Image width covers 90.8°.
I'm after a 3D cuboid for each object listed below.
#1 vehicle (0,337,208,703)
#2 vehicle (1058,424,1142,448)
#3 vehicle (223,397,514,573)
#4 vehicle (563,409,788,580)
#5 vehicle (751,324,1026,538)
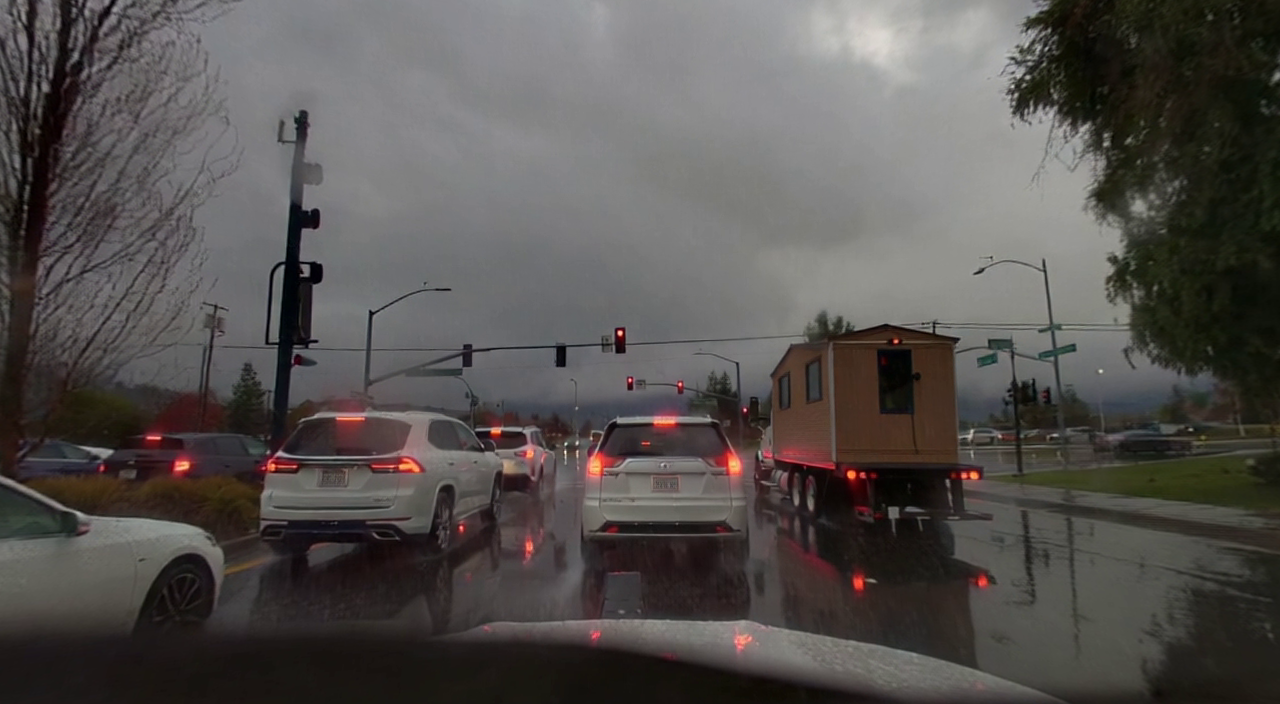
[{"bbox_3d":[-3.429,0.675,1.479,1.952,1.730,4.116,0,-9,-1],"label":"vehicle"},{"bbox_3d":[33.254,6.138,45.843,4.671,1.595,1.824,-5,-10,31],"label":"vehicle"},{"bbox_3d":[-3.277,1.716,8.844,2.085,1.812,4.388,0,-9,0],"label":"vehicle"},{"bbox_3d":[0.354,1.706,8.315,2.189,1.649,4.171,0,-9,0],"label":"vehicle"},{"bbox_3d":[3.685,1.416,11.007,2.531,2.750,5.595,0,-9,1],"label":"vehicle"}]
